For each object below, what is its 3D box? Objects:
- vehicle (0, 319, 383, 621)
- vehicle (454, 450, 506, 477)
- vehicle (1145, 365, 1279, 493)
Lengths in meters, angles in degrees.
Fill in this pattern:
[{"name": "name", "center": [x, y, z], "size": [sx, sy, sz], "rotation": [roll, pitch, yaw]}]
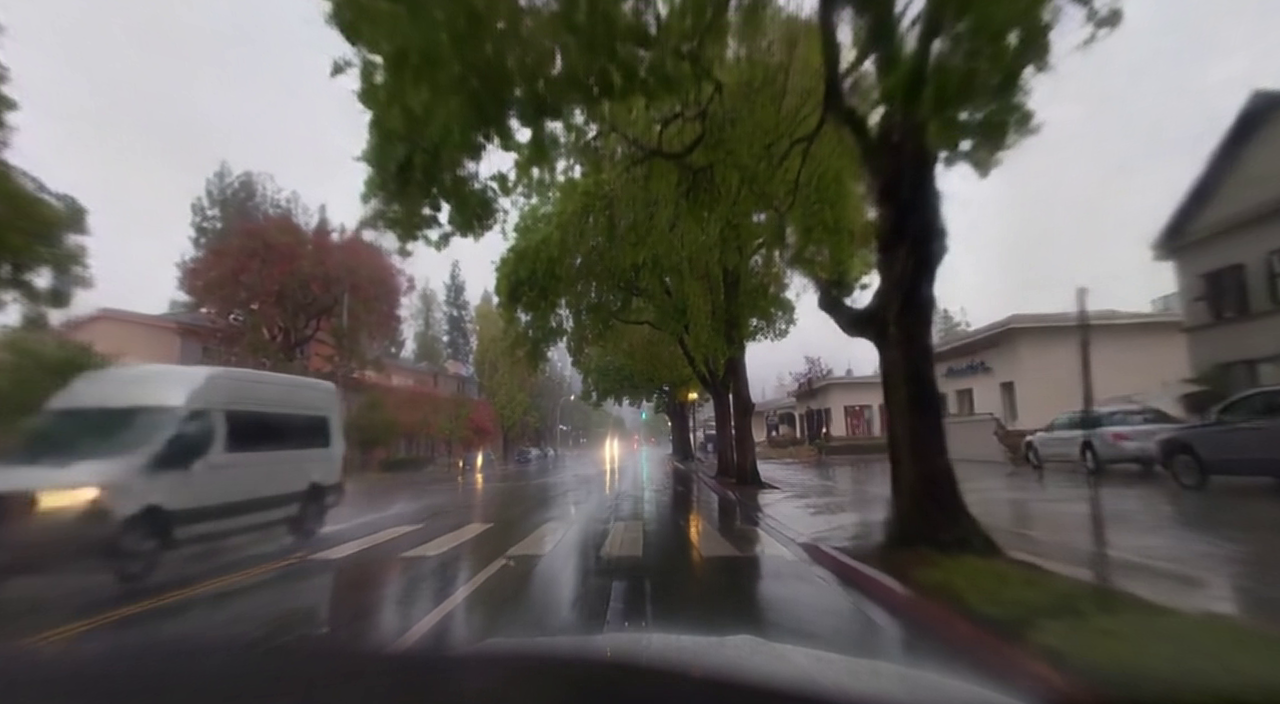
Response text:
[{"name": "vehicle", "center": [-6.052, 1.481, 8.784], "size": [2.303, 2.760, 5.868], "rotation": [0, -8, 1]}, {"name": "vehicle", "center": [-9.771, 6.808, 38.828], "size": [1.892, 1.484, 4.576], "rotation": [0, -8, 1]}, {"name": "vehicle", "center": [10.941, 1.253, 10.179], "size": [1.967, 1.749, 4.389], "rotation": [4, -14, 2]}]
